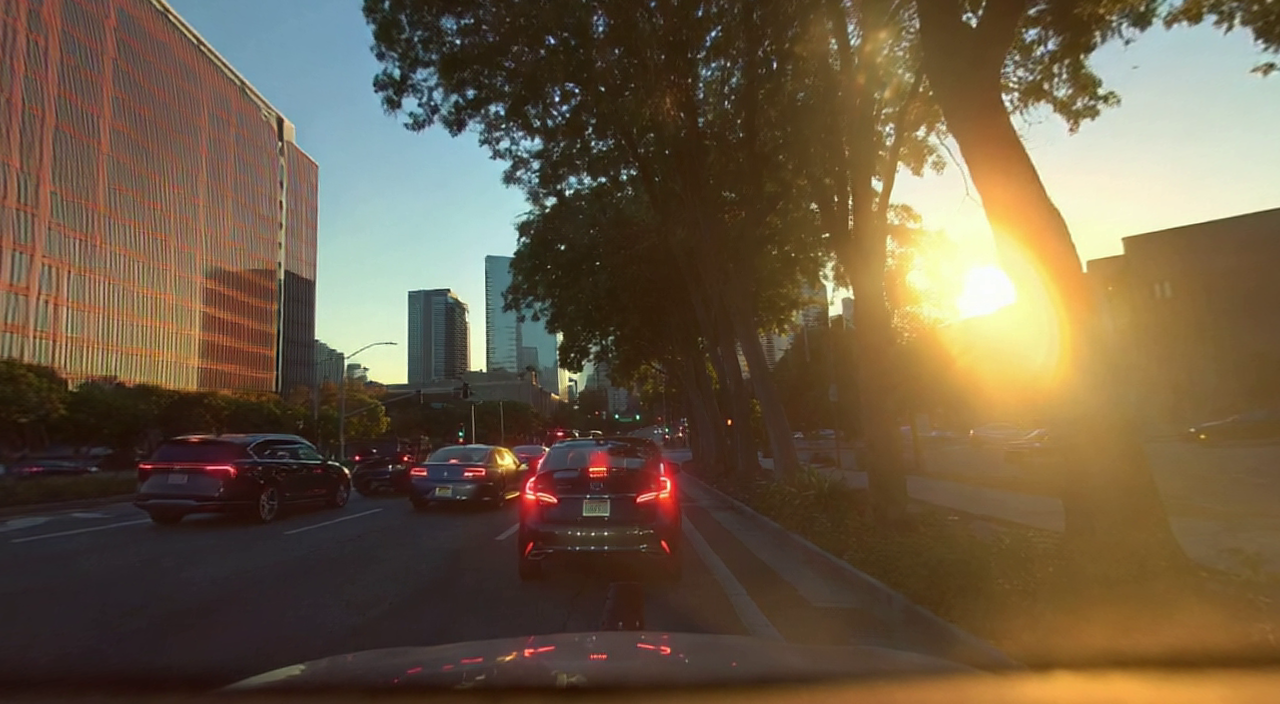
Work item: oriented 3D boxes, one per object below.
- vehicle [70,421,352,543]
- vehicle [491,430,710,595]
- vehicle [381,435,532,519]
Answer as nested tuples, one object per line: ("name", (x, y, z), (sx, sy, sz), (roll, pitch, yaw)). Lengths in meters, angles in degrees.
("vehicle", (-7.321, 2.233, 11.497), (2.068, 1.784, 4.224), (0, -9, 1))
("vehicle", (-0.386, 1.821, 8.025), (2.066, 1.544, 3.954), (0, -9, 0))
("vehicle", (-3.785, 2.655, 13.992), (1.913, 1.521, 4.539), (0, -9, 1))
